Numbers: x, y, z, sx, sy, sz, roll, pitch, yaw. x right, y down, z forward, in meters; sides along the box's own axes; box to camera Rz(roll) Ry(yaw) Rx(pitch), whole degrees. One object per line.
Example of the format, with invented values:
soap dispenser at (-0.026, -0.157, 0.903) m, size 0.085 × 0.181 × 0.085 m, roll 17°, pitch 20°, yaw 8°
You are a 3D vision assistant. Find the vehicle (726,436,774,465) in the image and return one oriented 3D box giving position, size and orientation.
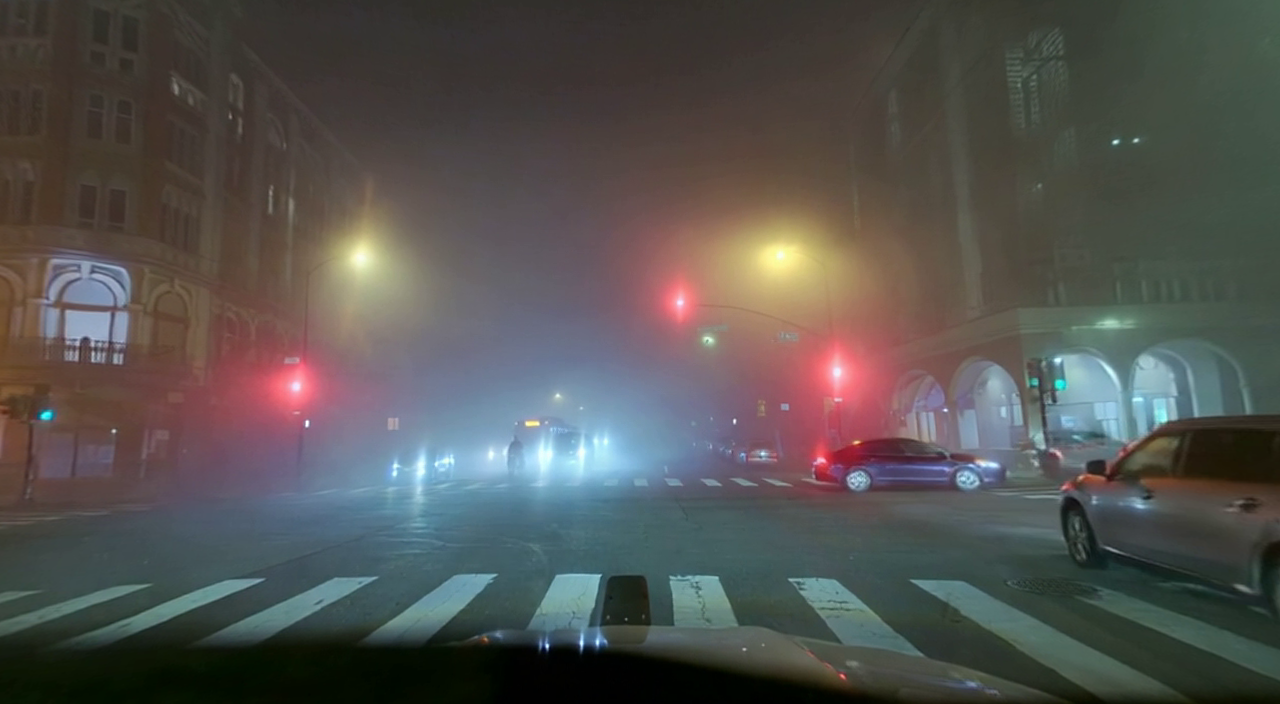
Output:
vehicle at (6.252, 5.649, 36.308) m, size 1.926 × 1.574 × 3.961 m, roll 0°, pitch -8°, yaw -2°

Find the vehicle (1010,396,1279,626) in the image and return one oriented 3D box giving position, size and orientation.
vehicle at (5.408, 1.263, 5.600) m, size 1.912 × 1.505 × 4.889 m, roll -1°, pitch -8°, yaw 9°

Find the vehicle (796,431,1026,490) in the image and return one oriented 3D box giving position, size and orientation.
vehicle at (7.179, 2.947, 17.331) m, size 5.388 × 1.465 × 2.050 m, roll -1°, pitch -8°, yaw 9°

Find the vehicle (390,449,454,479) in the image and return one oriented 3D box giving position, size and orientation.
vehicle at (-11.924, 6.119, 34.798) m, size 1.998 × 1.505 × 4.405 m, roll 0°, pitch -8°, yaw 0°

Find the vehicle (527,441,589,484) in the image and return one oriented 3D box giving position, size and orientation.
vehicle at (-2.920, 4.039, 23.384) m, size 1.904 × 1.402 × 4.759 m, roll 0°, pitch -8°, yaw -3°
